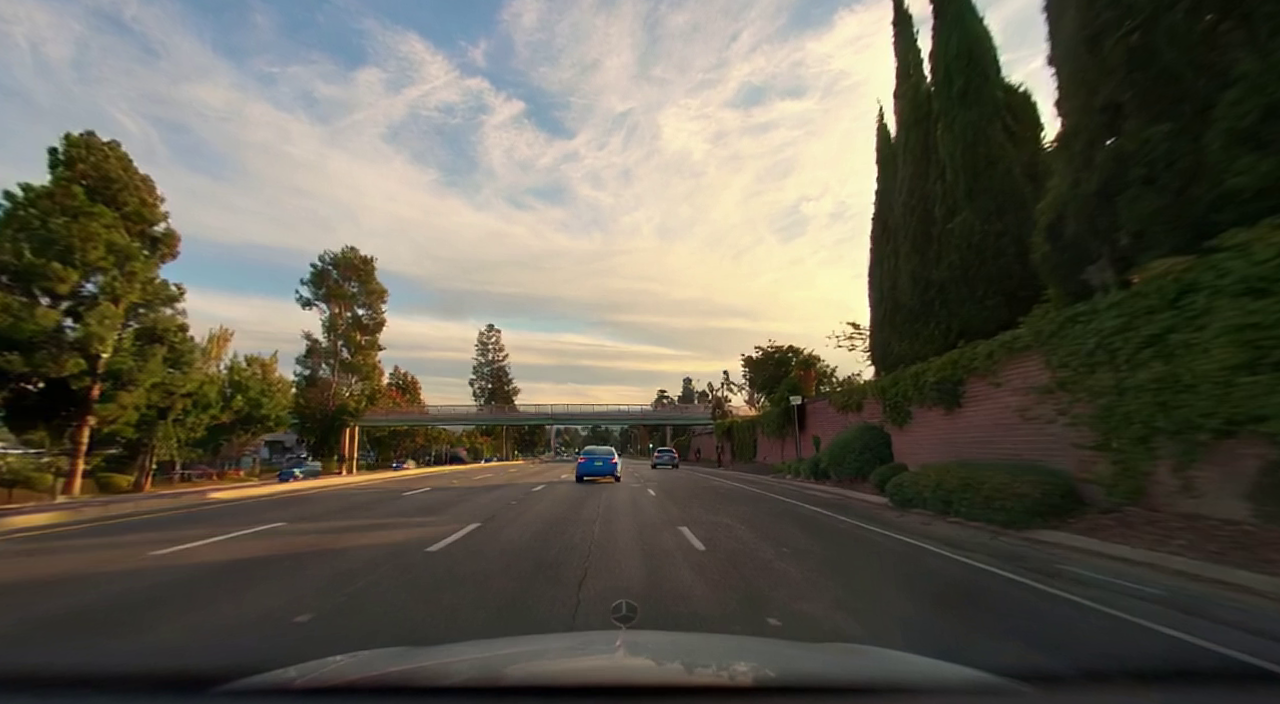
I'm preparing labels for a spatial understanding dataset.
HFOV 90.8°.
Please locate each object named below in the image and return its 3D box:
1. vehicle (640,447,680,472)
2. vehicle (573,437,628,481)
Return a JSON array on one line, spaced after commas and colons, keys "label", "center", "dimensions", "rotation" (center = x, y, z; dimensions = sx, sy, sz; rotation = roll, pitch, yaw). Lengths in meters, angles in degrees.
[{"label": "vehicle", "center": [1.254, 7.012, 41.441], "dimensions": [2.205, 1.509, 4.272], "rotation": [0, -9, -3]}, {"label": "vehicle", "center": [-1.693, 4.647, 27.770], "dimensions": [2.223, 1.771, 4.581], "rotation": [0, -9, -2]}]
